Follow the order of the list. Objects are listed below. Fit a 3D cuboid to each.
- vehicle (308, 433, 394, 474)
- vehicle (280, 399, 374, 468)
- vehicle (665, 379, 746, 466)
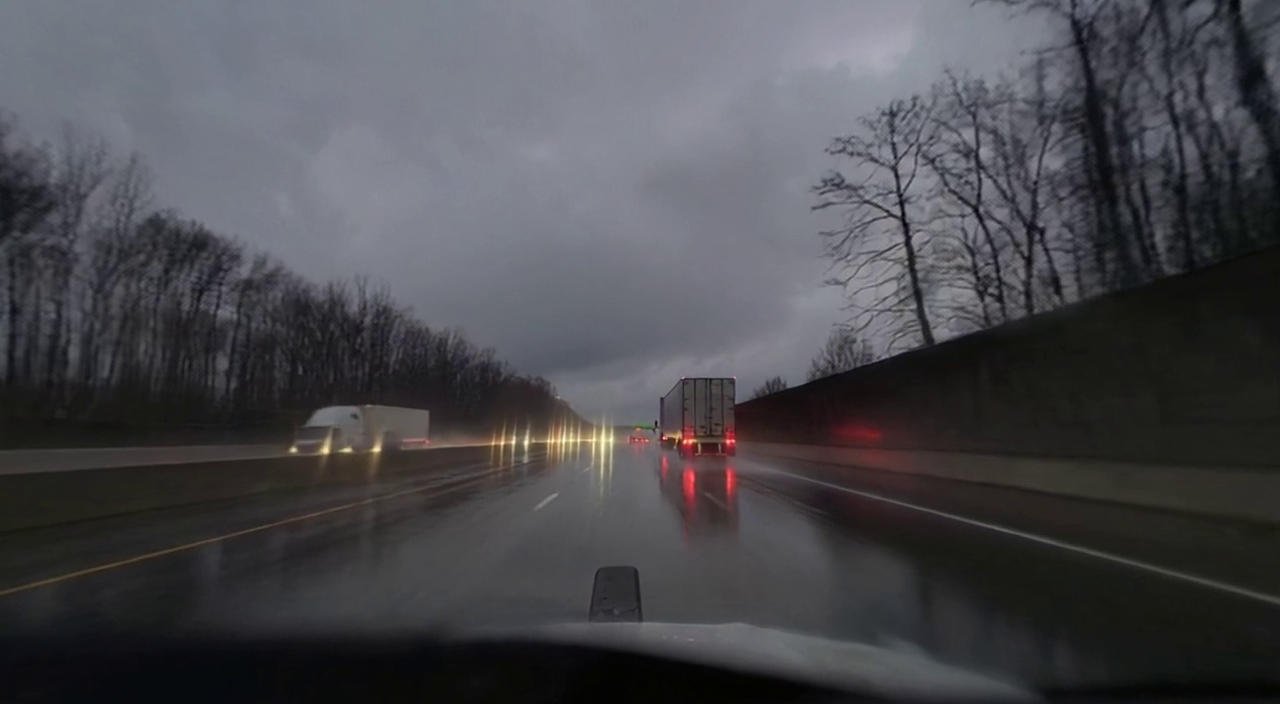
[{"bbox_3d":[-12.140,4.270,26.726,1.825,1.547,3.994,-1,-8,-1],"label":"vehicle"},{"bbox_3d":[-20.264,5.331,41.129,2.877,4.178,5.690,0,-7,3],"label":"vehicle"},{"bbox_3d":[3.428,4.352,37.841,2.979,4.161,15.508,1,-7,-1],"label":"vehicle"}]
